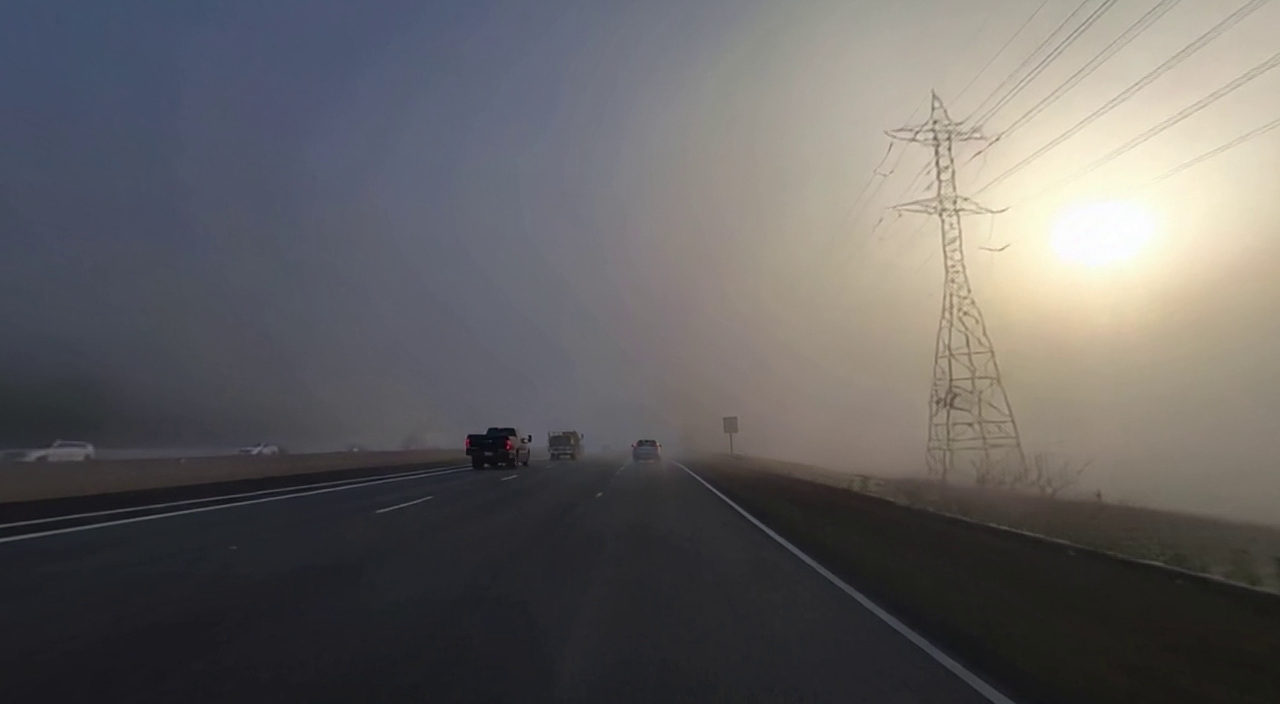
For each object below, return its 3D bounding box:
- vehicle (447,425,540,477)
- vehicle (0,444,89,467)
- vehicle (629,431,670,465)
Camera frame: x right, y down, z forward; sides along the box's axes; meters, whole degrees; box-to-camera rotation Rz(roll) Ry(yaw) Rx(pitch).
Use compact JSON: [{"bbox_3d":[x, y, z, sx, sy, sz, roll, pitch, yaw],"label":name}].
[{"bbox_3d":[-6.203,4.311,27.768,2.460,1.992,6.474,0,-8,1],"label":"vehicle"},{"bbox_3d":[-43.633,7.536,46.290,1.889,1.599,4.753,-1,-8,2],"label":"vehicle"},{"bbox_3d":[0.589,6.155,40.627,2.448,2.025,5.193,0,-8,0],"label":"vehicle"}]
